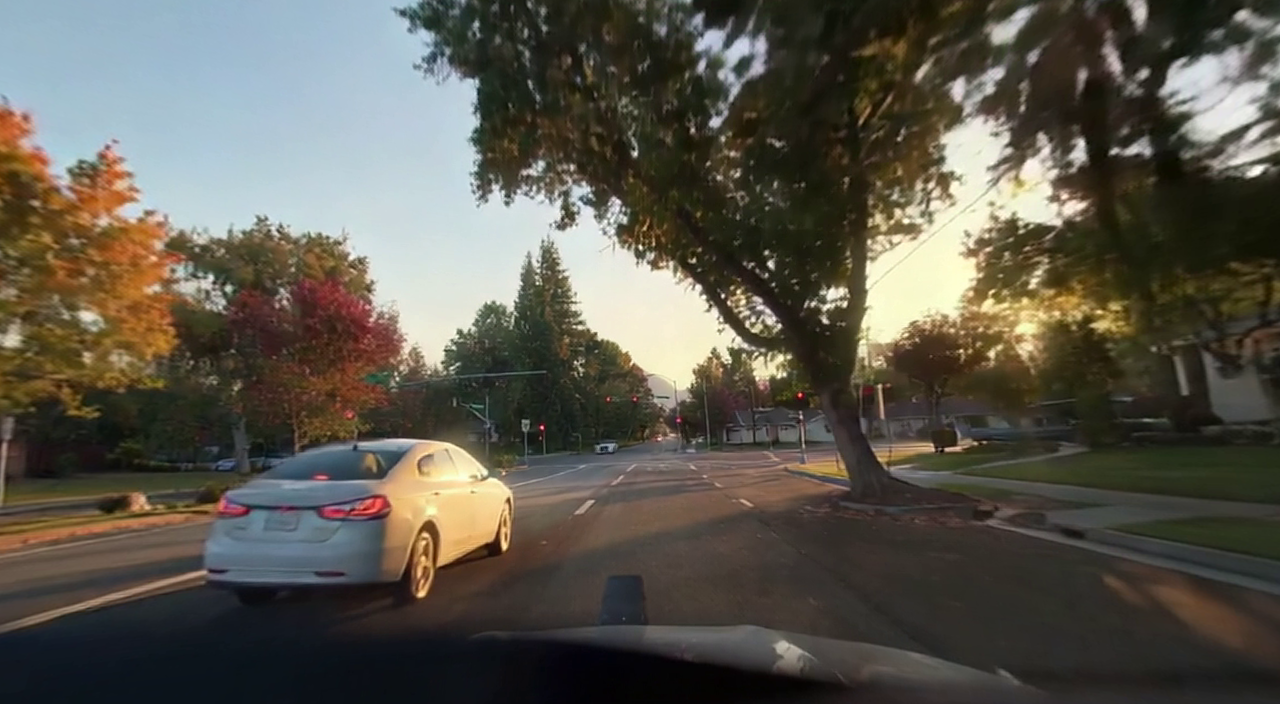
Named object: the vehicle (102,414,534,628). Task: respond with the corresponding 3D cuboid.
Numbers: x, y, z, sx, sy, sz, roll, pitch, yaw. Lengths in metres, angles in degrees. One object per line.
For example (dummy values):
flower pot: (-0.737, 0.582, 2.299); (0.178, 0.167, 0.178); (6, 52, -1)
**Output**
vehicle: (-2.855, 1.622, 7.216); (2.139, 1.564, 4.901); (-1, -8, 4)
